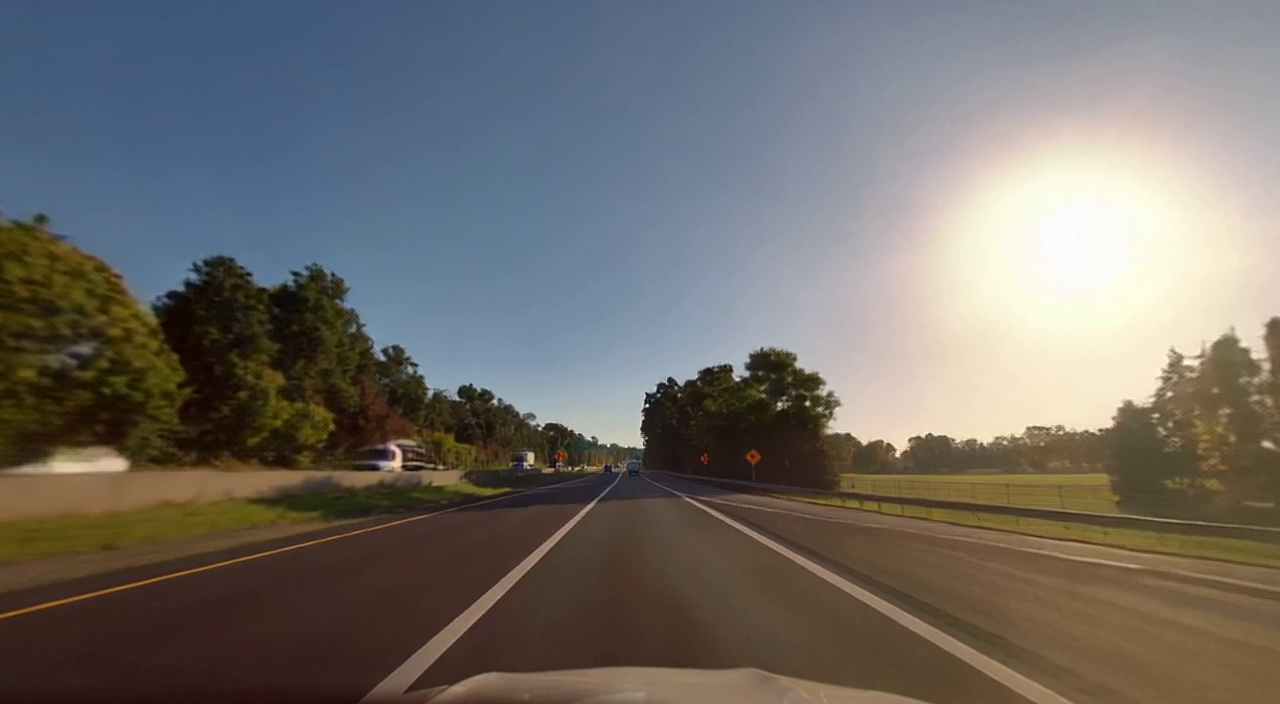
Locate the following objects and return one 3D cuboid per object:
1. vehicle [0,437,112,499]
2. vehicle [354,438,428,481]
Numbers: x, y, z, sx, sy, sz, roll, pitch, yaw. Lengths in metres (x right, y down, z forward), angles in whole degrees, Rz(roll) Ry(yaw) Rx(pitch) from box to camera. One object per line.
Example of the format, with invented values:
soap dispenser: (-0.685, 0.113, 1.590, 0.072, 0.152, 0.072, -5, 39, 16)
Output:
vehicle: (-16.132, 2.955, 16.105, 1.780, 1.458, 3.948, 1, -10, 0)
vehicle: (-16.291, 7.134, 41.747, 2.394, 2.591, 6.055, 1, -10, 0)
